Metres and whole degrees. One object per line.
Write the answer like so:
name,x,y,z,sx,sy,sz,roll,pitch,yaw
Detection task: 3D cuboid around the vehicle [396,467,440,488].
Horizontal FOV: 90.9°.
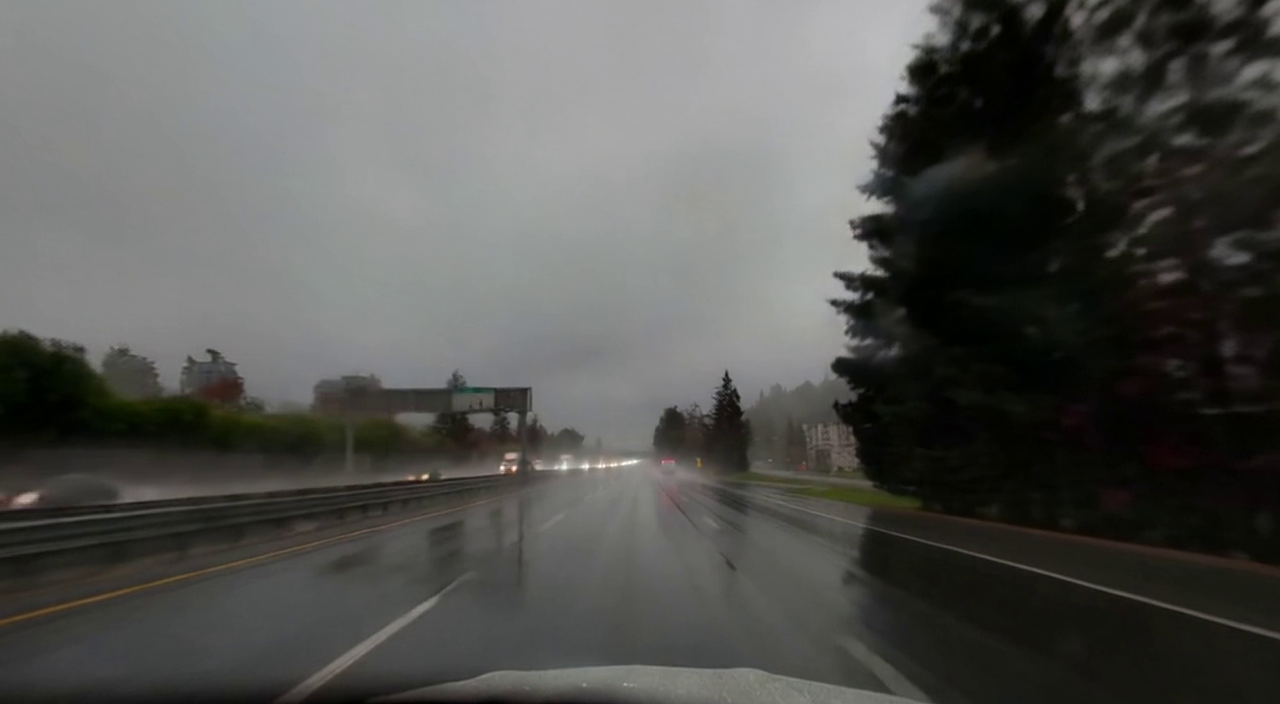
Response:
vehicle,-16.307,9.248,46.450,1.878,1.427,3.636,1,-10,0

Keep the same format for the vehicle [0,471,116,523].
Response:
vehicle,-19.994,4.665,20.554,1.849,1.483,4.542,1,-10,0
